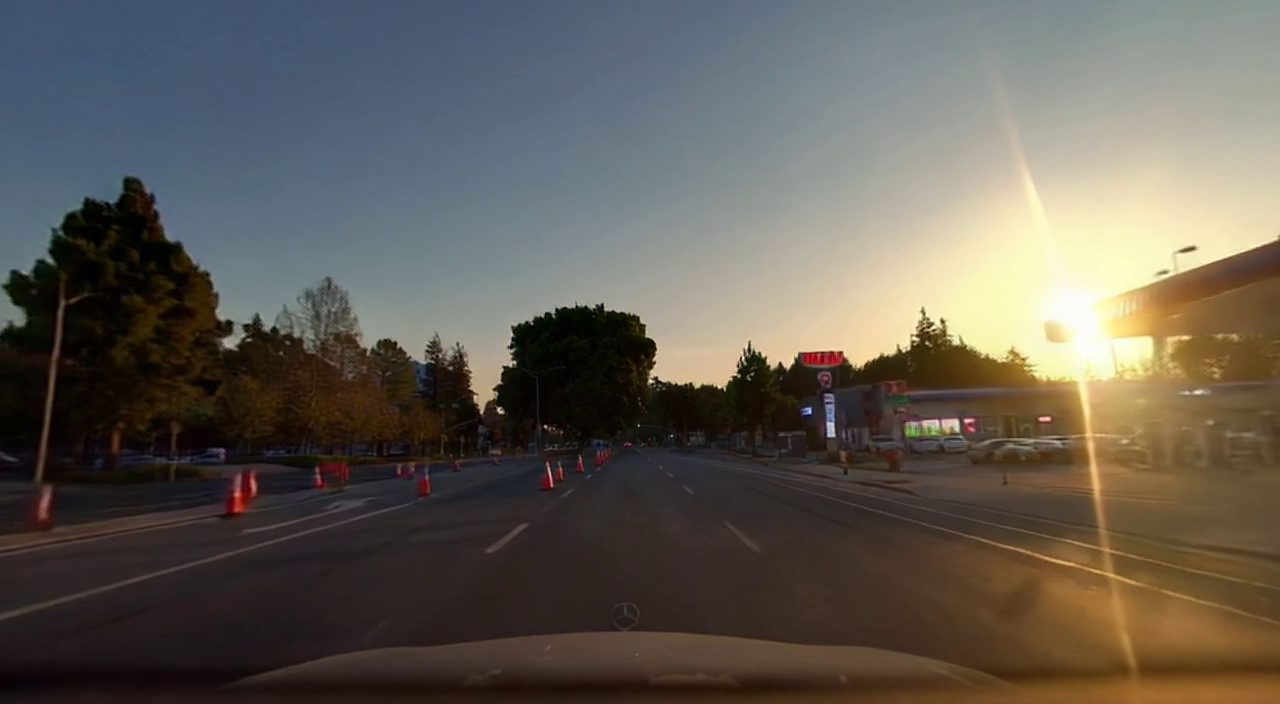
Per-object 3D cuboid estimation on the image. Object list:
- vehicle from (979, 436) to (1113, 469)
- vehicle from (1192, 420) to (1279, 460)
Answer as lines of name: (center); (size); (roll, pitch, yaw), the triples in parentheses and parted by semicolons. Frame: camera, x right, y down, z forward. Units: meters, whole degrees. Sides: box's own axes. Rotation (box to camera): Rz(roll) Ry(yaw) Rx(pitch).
vehicle: (18.310, 4.527, 28.626); (4.674, 1.399, 1.987); (0, -8, 0)
vehicle: (30.320, 4.283, 30.771); (4.628, 1.817, 1.996); (-2, -8, 10)
